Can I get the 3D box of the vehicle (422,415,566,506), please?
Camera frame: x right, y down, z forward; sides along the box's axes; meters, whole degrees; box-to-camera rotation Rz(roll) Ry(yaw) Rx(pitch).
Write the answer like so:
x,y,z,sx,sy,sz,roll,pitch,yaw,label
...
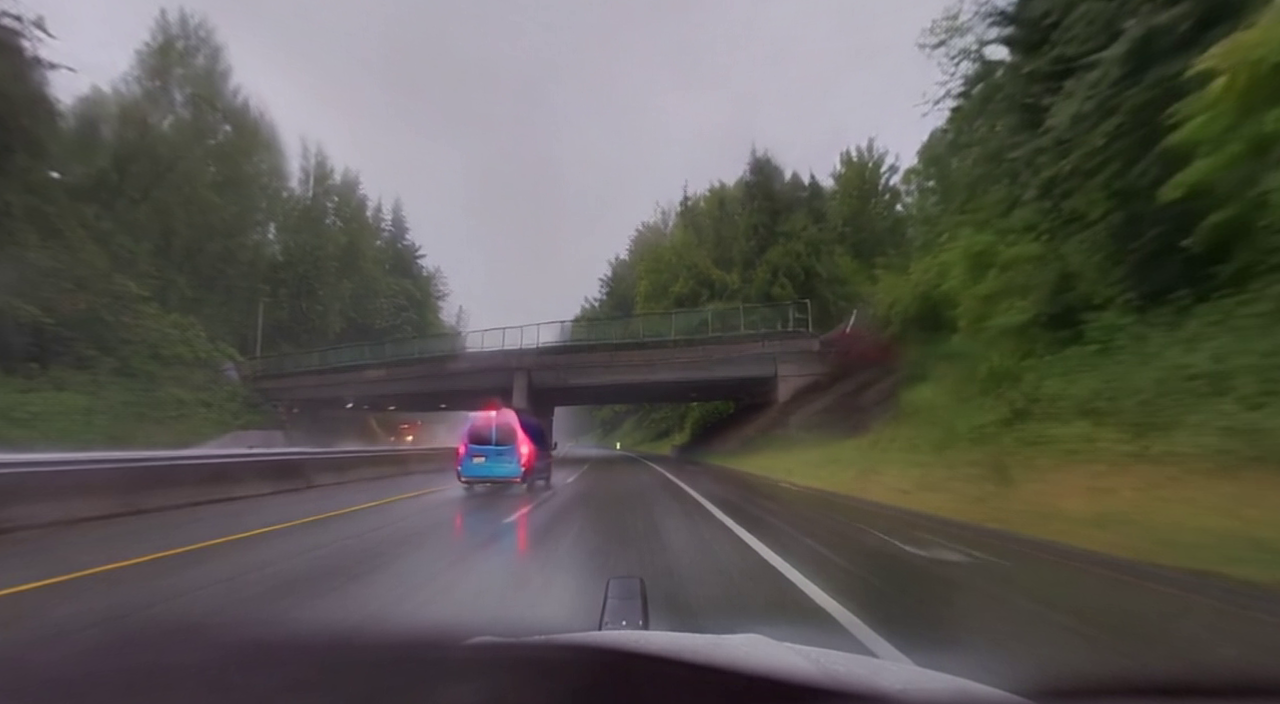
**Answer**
x,y,z,sx,sy,sz,roll,pitch,yaw,label
-3.329,2.632,15.662,2.372,1.891,5.061,0,-8,0,vehicle
